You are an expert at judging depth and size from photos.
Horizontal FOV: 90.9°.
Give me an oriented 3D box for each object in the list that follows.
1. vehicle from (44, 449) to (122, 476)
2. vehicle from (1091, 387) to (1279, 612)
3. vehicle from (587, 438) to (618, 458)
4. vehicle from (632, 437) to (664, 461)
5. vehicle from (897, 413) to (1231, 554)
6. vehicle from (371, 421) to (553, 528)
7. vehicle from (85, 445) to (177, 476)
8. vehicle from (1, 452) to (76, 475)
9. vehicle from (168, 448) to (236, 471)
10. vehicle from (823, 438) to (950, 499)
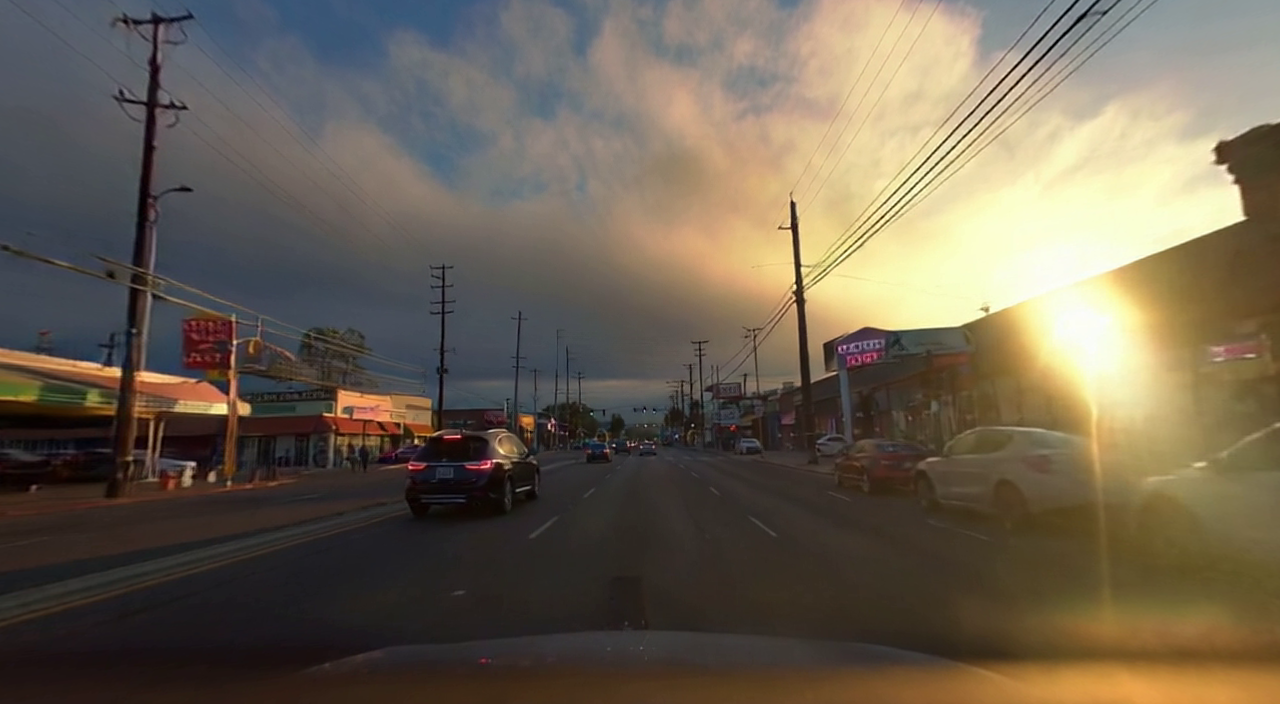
[{"bbox_3d":[-35.472,7.034,40.093,4.731,1.511,1.768,-5,-7,22],"label":"vehicle"},{"bbox_3d":[6.333,1.139,4.668,2.116,1.836,5.235,0,-9,1],"label":"vehicle"},{"bbox_3d":[-2.881,7.483,49.009,1.950,1.450,4.257,0,-9,2],"label":"vehicle"},{"bbox_3d":[0.523,6.407,41.646,2.037,1.484,4.073,0,-9,0],"label":"vehicle"},{"bbox_3d":[6.533,2.085,10.743,2.129,1.802,5.084,0,-9,0],"label":"vehicle"},{"bbox_3d":[-3.073,2.228,12.019,2.049,1.646,4.445,0,-9,2],"label":"vehicle"},{"bbox_3d":[-31.035,6.610,38.442,4.589,1.779,2.154,-3,-9,20],"label":"vehicle"},{"bbox_3d":[-39.996,7.378,41.891,4.129,1.442,1.732,-3,-9,19],"label":"vehicle"},{"bbox_3d":[-32.260,7.914,46.428,4.435,1.483,1.990,-5,-8,23],"label":"vehicle"},{"bbox_3d":[6.775,3.223,17.853,1.896,1.497,4.032,0,-9,-1],"label":"vehicle"}]
